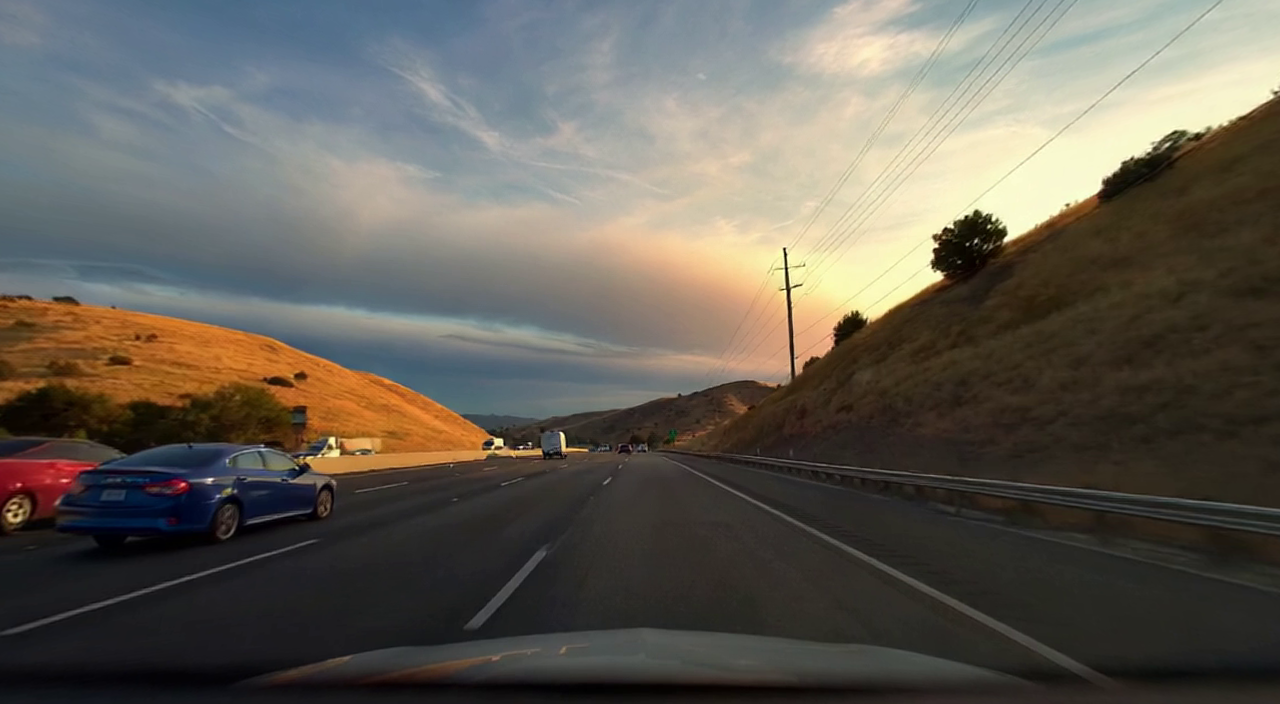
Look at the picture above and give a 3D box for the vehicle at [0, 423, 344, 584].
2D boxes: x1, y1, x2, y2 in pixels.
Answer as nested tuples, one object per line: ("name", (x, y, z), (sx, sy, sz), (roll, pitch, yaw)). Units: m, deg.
("vehicle", (-5.967, 1.747, 8.197), (1.955, 1.469, 4.554), (0, -8, 1))
